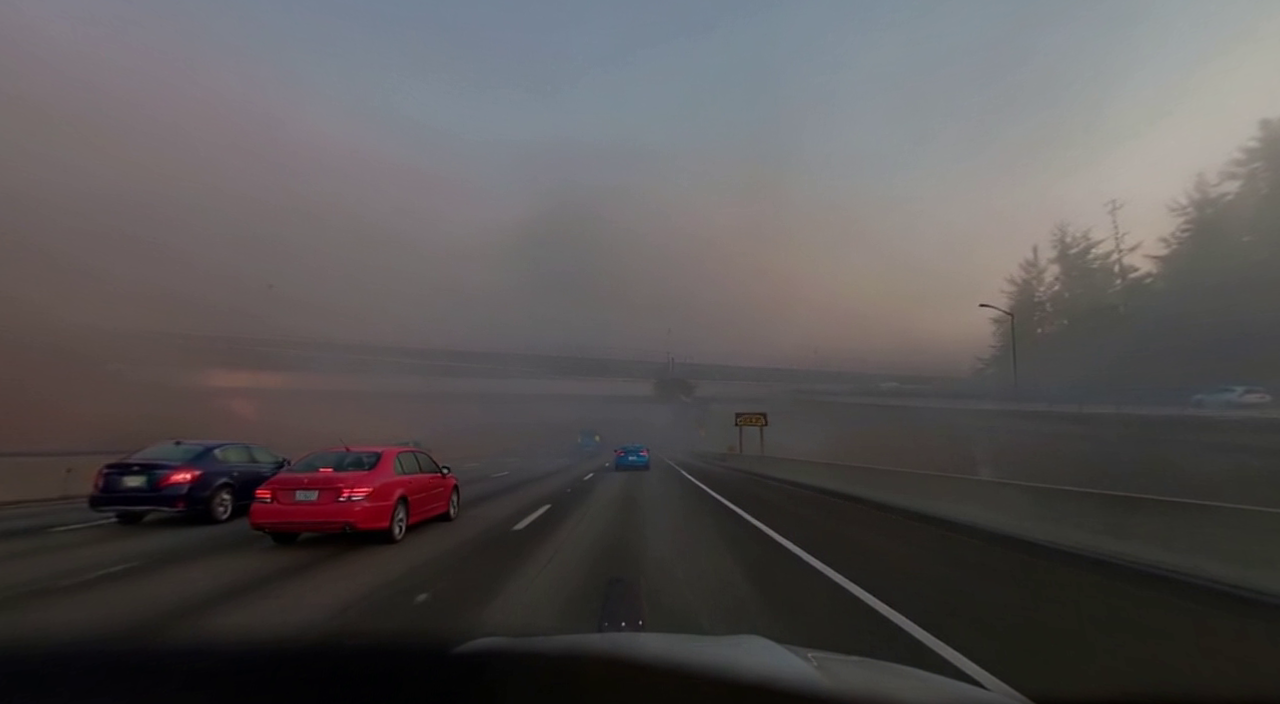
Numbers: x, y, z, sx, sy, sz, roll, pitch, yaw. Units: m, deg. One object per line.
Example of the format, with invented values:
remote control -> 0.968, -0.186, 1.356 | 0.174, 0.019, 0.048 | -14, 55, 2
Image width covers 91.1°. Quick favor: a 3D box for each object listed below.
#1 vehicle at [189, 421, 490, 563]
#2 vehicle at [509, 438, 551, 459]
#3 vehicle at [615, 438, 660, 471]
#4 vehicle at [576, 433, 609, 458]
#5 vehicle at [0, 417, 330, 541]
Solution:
vehicle -> -3.790, 1.846, 9.108 | 2.035, 1.514, 4.600 | 0, -8, 1
vehicle -> -7.916, 6.991, 45.563 | 2.053, 1.486, 5.050 | 0, -8, 1
vehicle -> -0.117, 4.812, 29.609 | 1.954, 1.460, 3.983 | 0, -8, -1
vehicle -> -3.587, 7.107, 47.754 | 2.174, 1.806, 3.932 | 0, -8, 1
vehicle -> -7.481, 2.020, 10.664 | 1.968, 1.614, 4.674 | 0, -8, 1
